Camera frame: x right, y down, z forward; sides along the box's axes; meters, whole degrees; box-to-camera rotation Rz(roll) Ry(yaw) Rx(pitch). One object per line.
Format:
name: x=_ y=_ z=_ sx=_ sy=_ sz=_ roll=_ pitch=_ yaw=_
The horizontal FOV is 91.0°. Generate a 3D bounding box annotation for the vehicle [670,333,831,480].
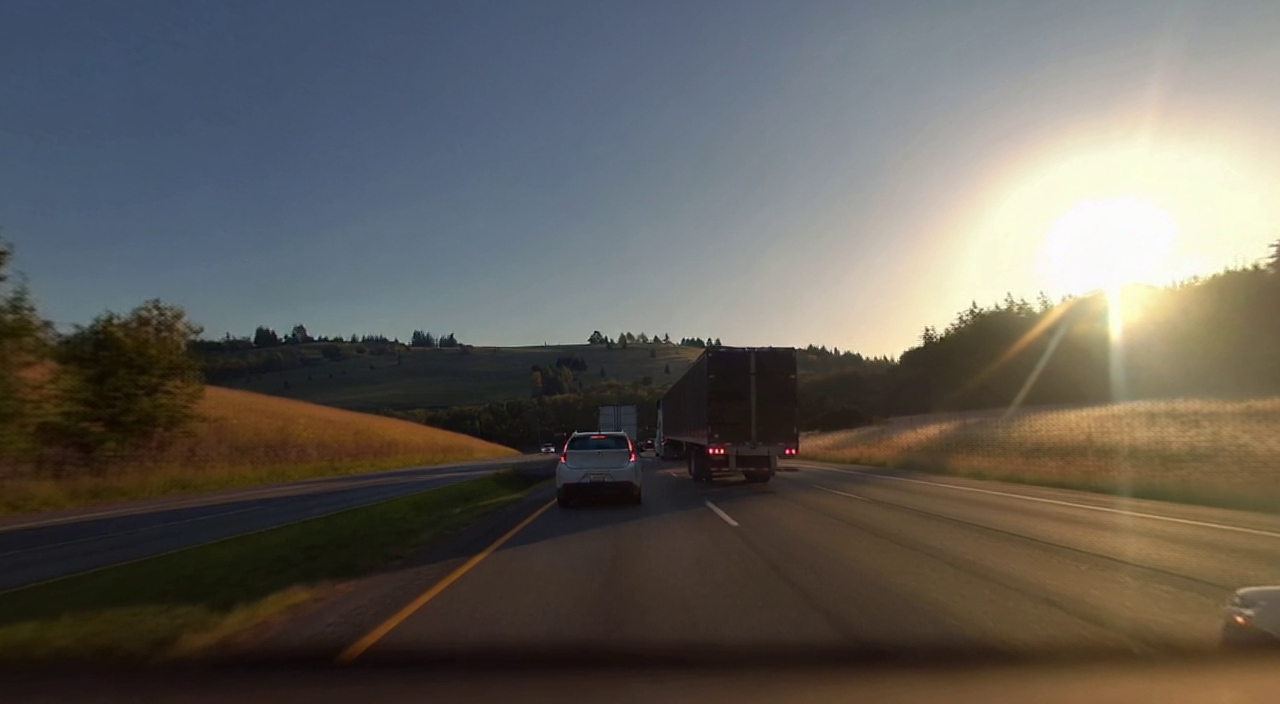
vehicle: x=3.602 y=2.751 z=26.739 sx=3.591 sy=4.290 sz=16.696 roll=0 pitch=-8 yaw=-1

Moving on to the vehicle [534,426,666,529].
vehicle: x=-0.638 y=2.218 z=11.696 sx=2.009 sy=1.554 sz=4.013 roll=0 pitch=-8 yaw=-1

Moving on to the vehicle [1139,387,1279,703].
vehicle: x=3.574 y=0.657 z=0.852 sx=1.960 sy=1.515 sz=4.713 roll=0 pitch=-8 yaw=1
